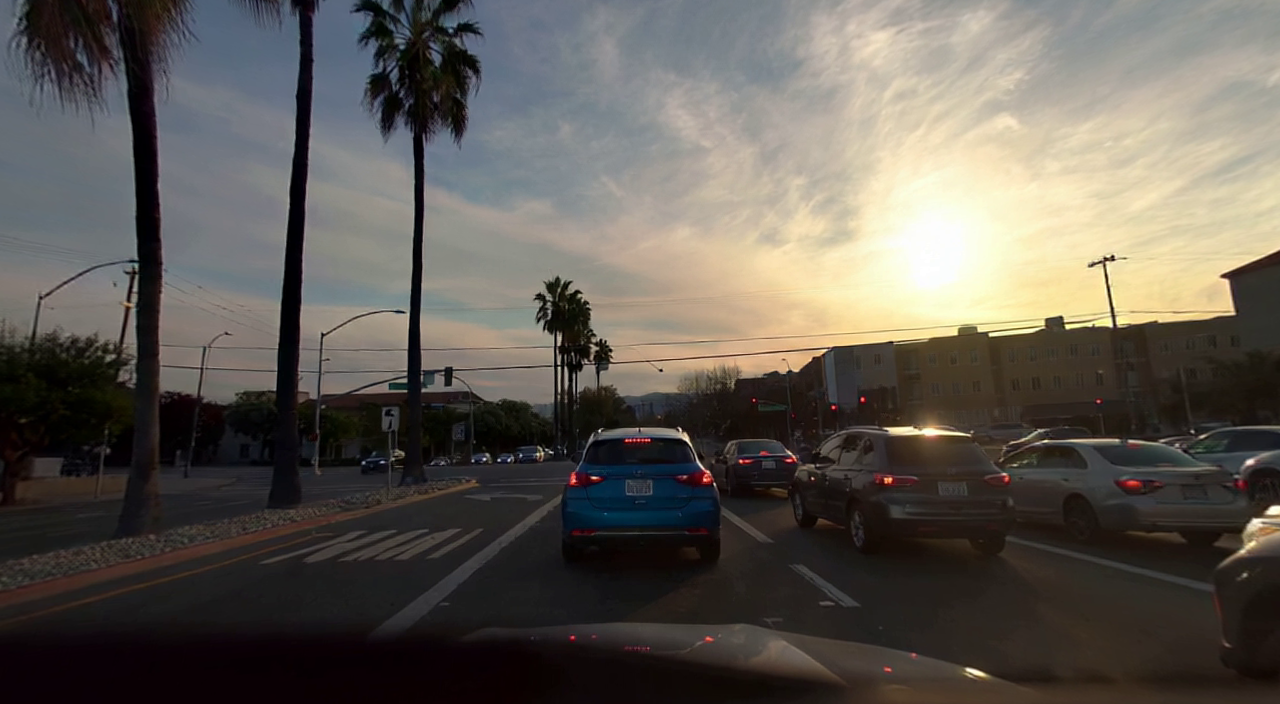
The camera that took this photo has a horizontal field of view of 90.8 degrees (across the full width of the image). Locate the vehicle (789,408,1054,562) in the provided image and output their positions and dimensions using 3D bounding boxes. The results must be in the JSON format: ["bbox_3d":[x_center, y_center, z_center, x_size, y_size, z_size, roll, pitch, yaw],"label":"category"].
[{"bbox_3d":[3.667,1.815,9.251,1.947,1.725,4.159,0,-9,0],"label":"vehicle"}]

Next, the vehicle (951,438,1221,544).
[{"bbox_3d":[7.365,2.290,11.058,1.832,1.477,3.981,0,-9,1],"label":"vehicle"}]

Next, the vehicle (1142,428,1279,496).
[{"bbox_3d":[18.046,3.200,18.503,4.786,1.848,2.107,0,-9,-1],"label":"vehicle"}]

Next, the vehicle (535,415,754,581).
[{"bbox_3d":[0.023,1.709,8.116,2.083,1.572,4.021,0,-9,-1],"label":"vehicle"}]

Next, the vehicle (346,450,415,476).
[{"bbox_3d":[-15.999,6.864,39.241,2.021,1.464,4.505,-1,-9,6],"label":"vehicle"}]
